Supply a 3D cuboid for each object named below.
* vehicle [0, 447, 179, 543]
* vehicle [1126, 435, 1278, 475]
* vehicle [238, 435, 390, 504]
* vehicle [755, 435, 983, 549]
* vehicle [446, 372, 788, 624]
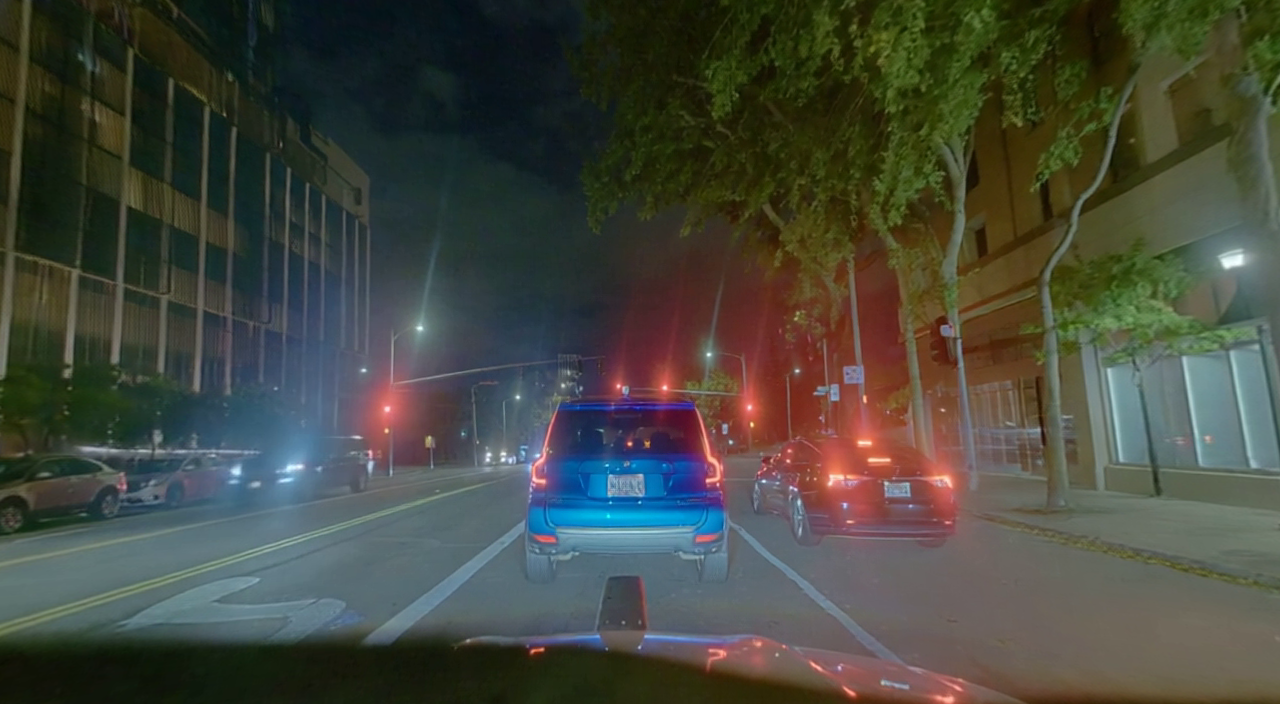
[{"bbox_3d":[-12.545,2.910,13.462,1.891,1.723,4.360,0,-8,1],"label":"vehicle"},{"bbox_3d":[22.154,4.054,24.972,4.055,1.469,1.848,-4,-9,26],"label":"vehicle"},{"bbox_3d":[-9.135,3.301,18.126,2.054,1.722,4.292,0,-8,0],"label":"vehicle"},{"bbox_3d":[3.291,2.083,10.084,2.056,1.422,4.130,0,-8,-1],"label":"vehicle"},{"bbox_3d":[-0.158,1.363,6.760,2.453,1.816,4.300,0,-8,0],"label":"vehicle"}]
